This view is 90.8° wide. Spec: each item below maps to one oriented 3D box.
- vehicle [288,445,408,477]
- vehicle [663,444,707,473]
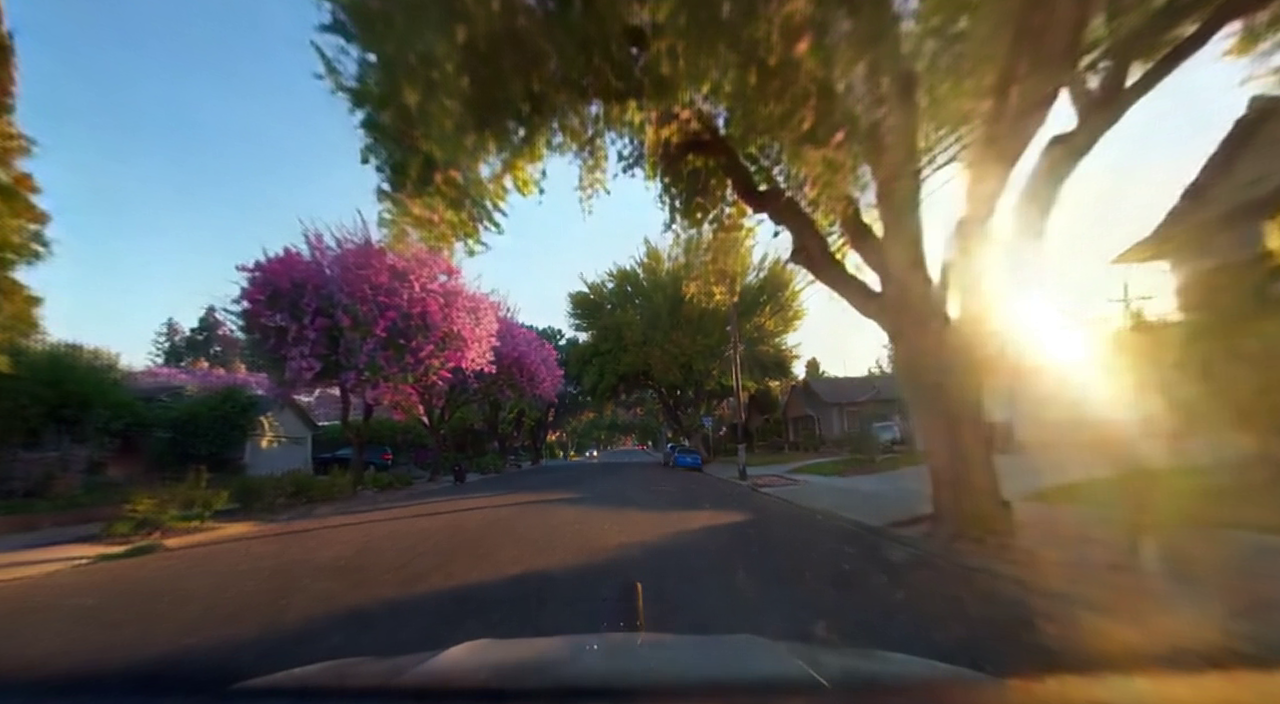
[{"bbox_3d":[-16.992,6.342,36.993,5.902,1.796,2.183,0,-8,-3],"label":"vehicle"},{"bbox_3d":[2.414,5.863,34.951,2.022,1.455,4.406,0,-8,-2],"label":"vehicle"}]
